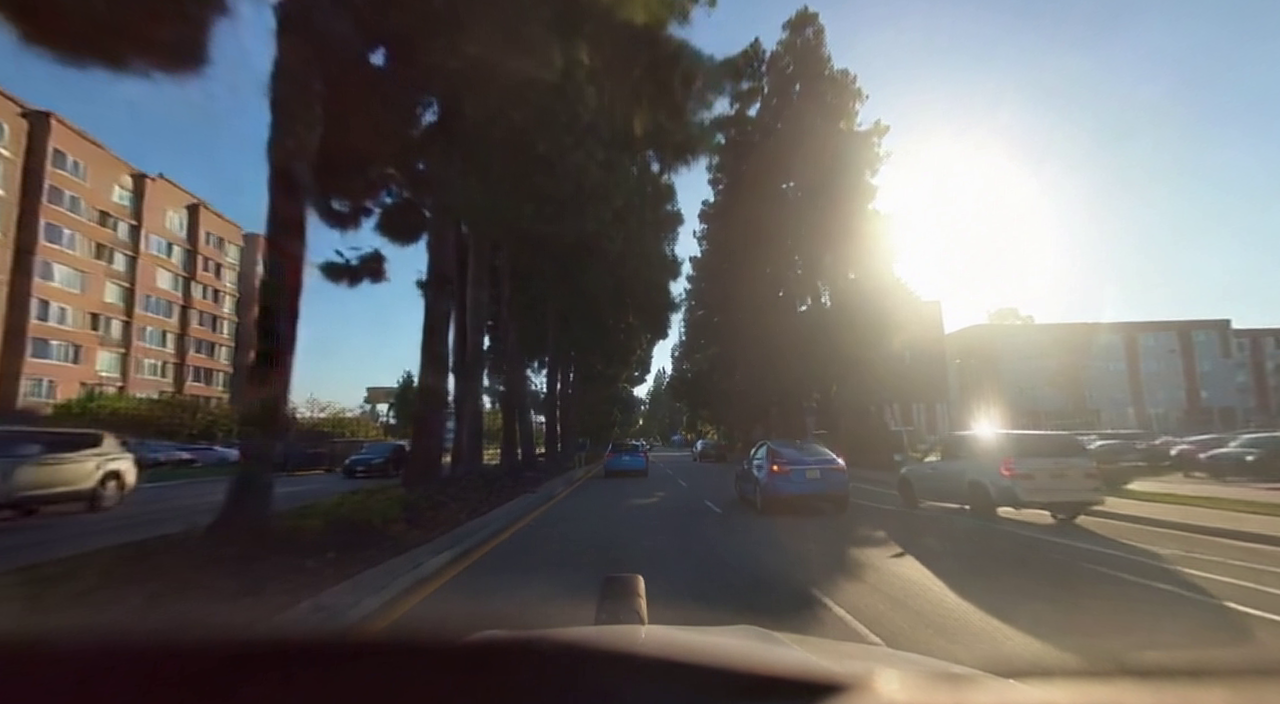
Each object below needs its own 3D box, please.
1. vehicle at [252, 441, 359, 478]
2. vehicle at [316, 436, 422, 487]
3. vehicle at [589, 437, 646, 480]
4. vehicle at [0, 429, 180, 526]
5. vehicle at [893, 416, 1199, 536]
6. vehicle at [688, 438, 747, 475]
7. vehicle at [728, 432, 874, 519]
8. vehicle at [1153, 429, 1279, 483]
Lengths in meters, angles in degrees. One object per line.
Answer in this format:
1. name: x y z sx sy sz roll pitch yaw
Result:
1. vehicle: -16.283 5.236 31.209 2.115 1.621 5.840 0 -8 0
2. vehicle: -9.292 3.775 22.084 1.953 1.612 4.204 0 -8 -2
3. vehicle: -0.784 4.009 23.996 1.994 1.479 3.647 0 -8 0
4. vehicle: -12.459 2.560 13.404 1.954 1.715 4.518 0 -8 0
5. vehicle: 7.145 2.244 12.136 2.224 1.772 5.325 0 -8 -1
6. vehicle: 3.296 4.536 27.615 1.908 1.453 4.230 0 -8 -2
7. vehicle: 3.067 2.425 12.904 1.852 1.498 3.825 0 -8 -2
8. vehicle: 20.664 3.490 21.361 4.697 1.691 2.106 0 -8 0
